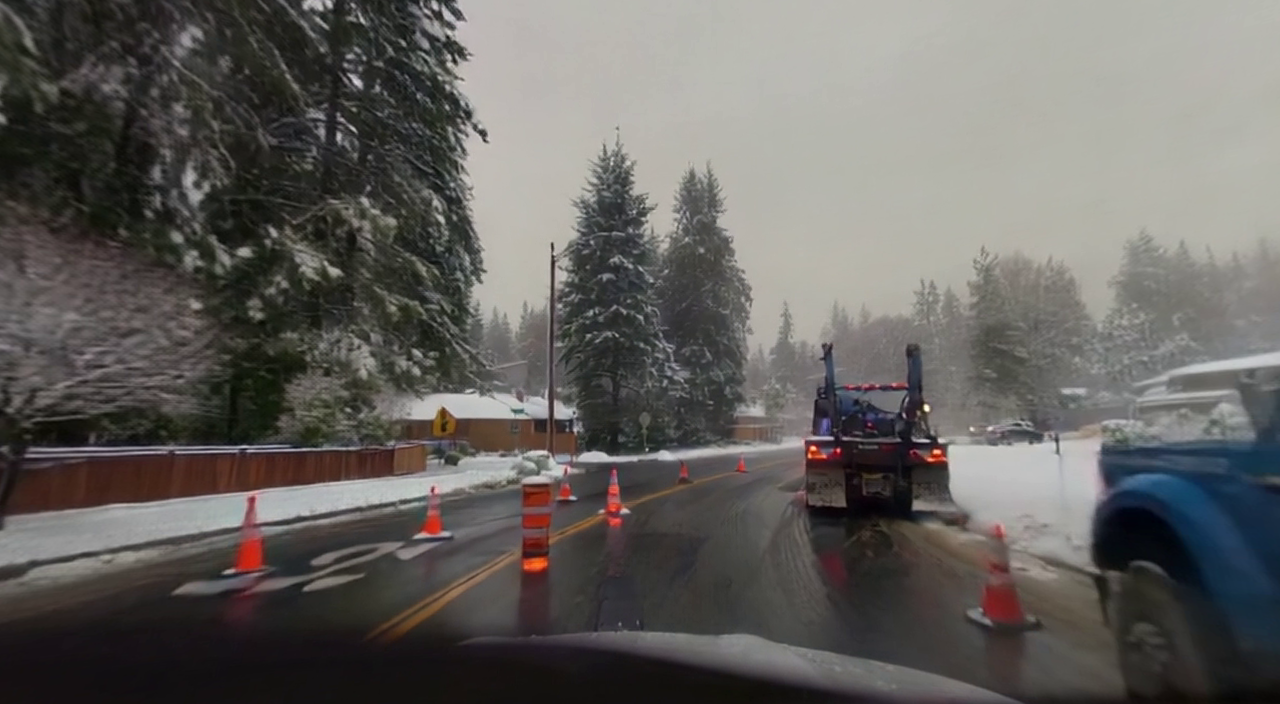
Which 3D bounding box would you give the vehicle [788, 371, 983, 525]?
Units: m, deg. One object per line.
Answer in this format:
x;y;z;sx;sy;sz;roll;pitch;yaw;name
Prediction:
5.313;2.044;14.451;3.098;2.601;6.758;-3;-7;18;vehicle

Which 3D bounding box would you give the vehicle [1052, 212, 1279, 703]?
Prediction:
3.261;0.587;1.955;1.913;2.241;3.024;0;-7;2;vehicle

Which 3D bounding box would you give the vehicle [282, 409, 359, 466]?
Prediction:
-14.654;3.918;29.074;2.665;2.465;1.532;4;-7;-13;vehicle
